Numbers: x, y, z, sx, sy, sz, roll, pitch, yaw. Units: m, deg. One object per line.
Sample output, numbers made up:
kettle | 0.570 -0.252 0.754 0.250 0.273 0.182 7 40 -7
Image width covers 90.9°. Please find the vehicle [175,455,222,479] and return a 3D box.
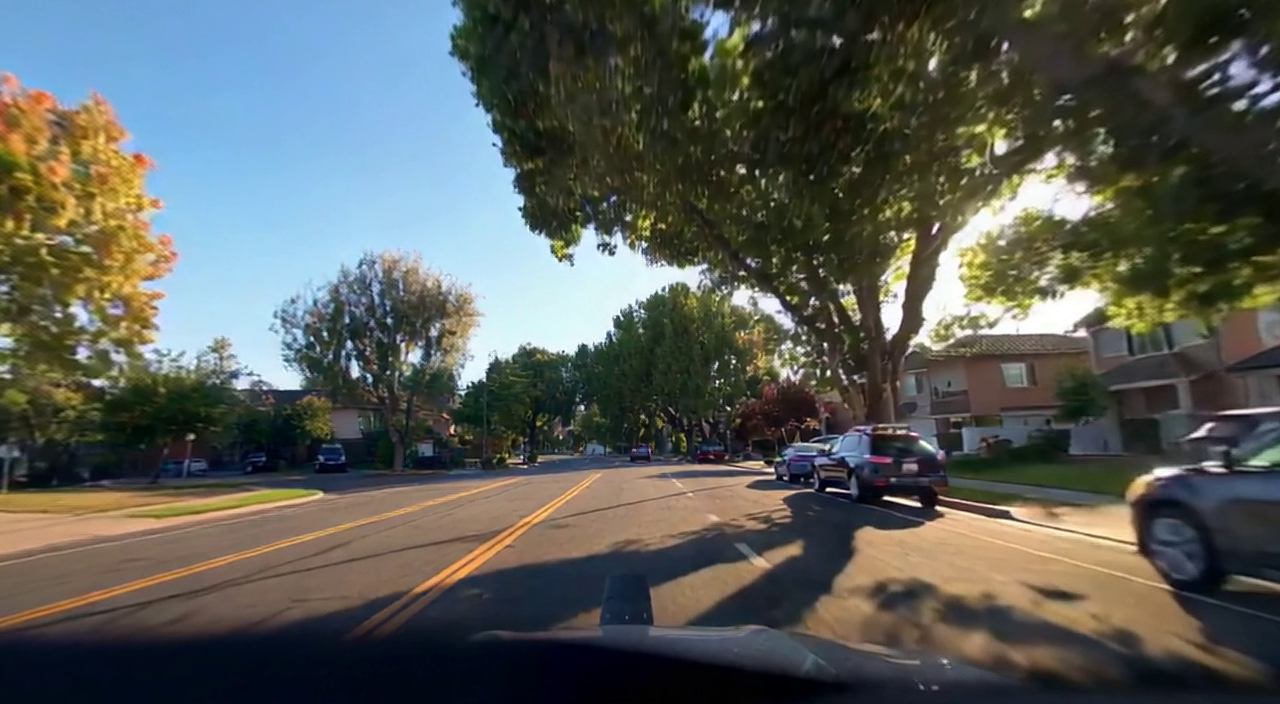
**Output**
vehicle | -31.457 8.194 45.065 1.866 1.484 4.553 3 -9 -24

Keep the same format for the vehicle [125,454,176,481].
vehicle | -34.033 7.977 43.890 1.934 1.689 3.999 4 -9 -26

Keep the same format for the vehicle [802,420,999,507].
vehicle | 6.627 2.943 17.160 2.878 1.927 5.774 -1 -8 0

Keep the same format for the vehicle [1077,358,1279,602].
vehicle | 6.542 0.992 4.792 2.260 2.046 5.766 -1 -8 0

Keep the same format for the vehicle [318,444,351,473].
vehicle | -23.528 8.195 48.681 2.083 2.113 4.490 3 -9 -24
